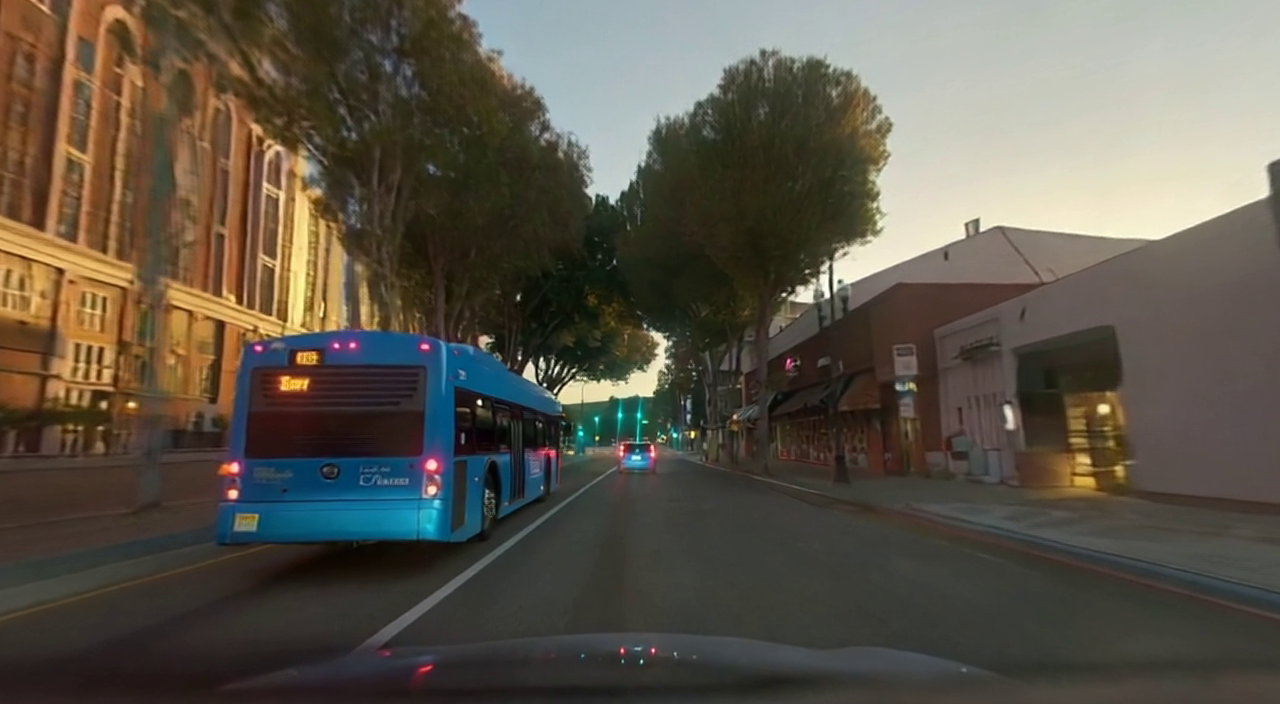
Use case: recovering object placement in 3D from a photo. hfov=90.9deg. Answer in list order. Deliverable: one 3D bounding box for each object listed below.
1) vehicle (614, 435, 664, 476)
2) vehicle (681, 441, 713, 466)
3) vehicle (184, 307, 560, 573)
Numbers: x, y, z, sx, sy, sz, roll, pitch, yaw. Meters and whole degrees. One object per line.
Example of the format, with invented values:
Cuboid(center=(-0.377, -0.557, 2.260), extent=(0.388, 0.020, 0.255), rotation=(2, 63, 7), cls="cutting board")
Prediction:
Cuboid(center=(-0.020, 4.664, 28.622), extent=(2.120, 1.727, 3.917), rotation=(0, -8, 1), cls="vehicle")
Cuboid(center=(4.331, 7.796, 48.588), extent=(2.138, 1.787, 4.522), rotation=(0, -8, 2), cls="vehicle")
Cuboid(center=(-3.472, 1.418, 11.269), extent=(2.920, 2.884, 8.588), rotation=(1, -6, 0), cls="vehicle")
